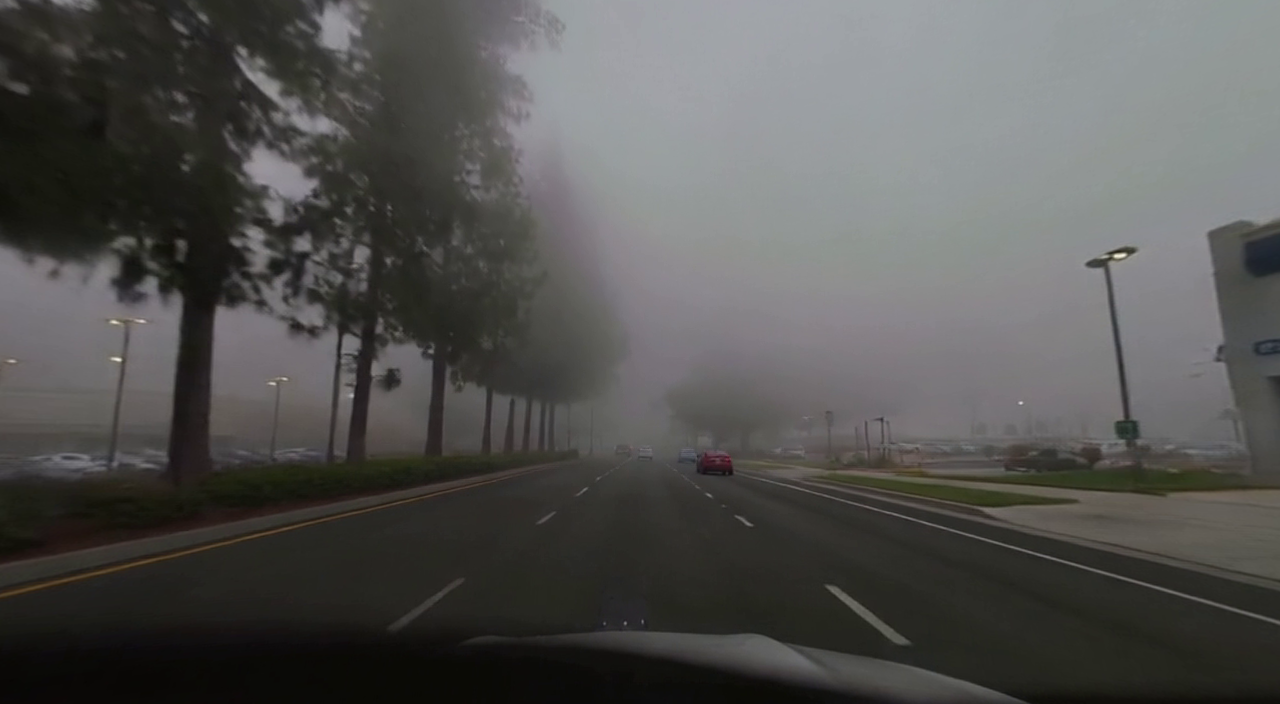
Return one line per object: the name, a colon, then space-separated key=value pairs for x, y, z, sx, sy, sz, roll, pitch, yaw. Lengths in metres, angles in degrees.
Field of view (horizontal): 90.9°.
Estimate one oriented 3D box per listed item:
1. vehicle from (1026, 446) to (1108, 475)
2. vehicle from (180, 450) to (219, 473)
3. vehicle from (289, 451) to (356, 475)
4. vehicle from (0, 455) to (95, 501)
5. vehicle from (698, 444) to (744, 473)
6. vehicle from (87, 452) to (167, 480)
vehicle: x=26.509 y=6.713 z=39.322 sx=1.959 sy=1.646 sz=4.226 roll=1 pitch=-8 yaw=-4
vehicle: x=-32.812 y=8.111 z=47.035 sx=1.795 sy=1.567 sz=4.241 roll=5 pitch=-9 yaw=-28
vehicle: x=-22.434 y=7.858 z=44.815 sx=2.111 sy=1.500 sz=5.131 roll=0 pitch=-8 yaw=-1
vehicle: x=-22.700 y=4.553 z=22.894 sx=1.841 sy=1.510 sz=4.389 roll=-1 pitch=-8 yaw=0
vehicle: x=4.415 y=5.850 z=34.930 sx=1.916 sy=1.459 sz=4.335 roll=0 pitch=-8 yaw=-1
vehicle: x=-31.758 y=7.040 z=39.145 sx=1.732 sy=1.526 sz=3.827 roll=-1 pitch=-8 yaw=-1
